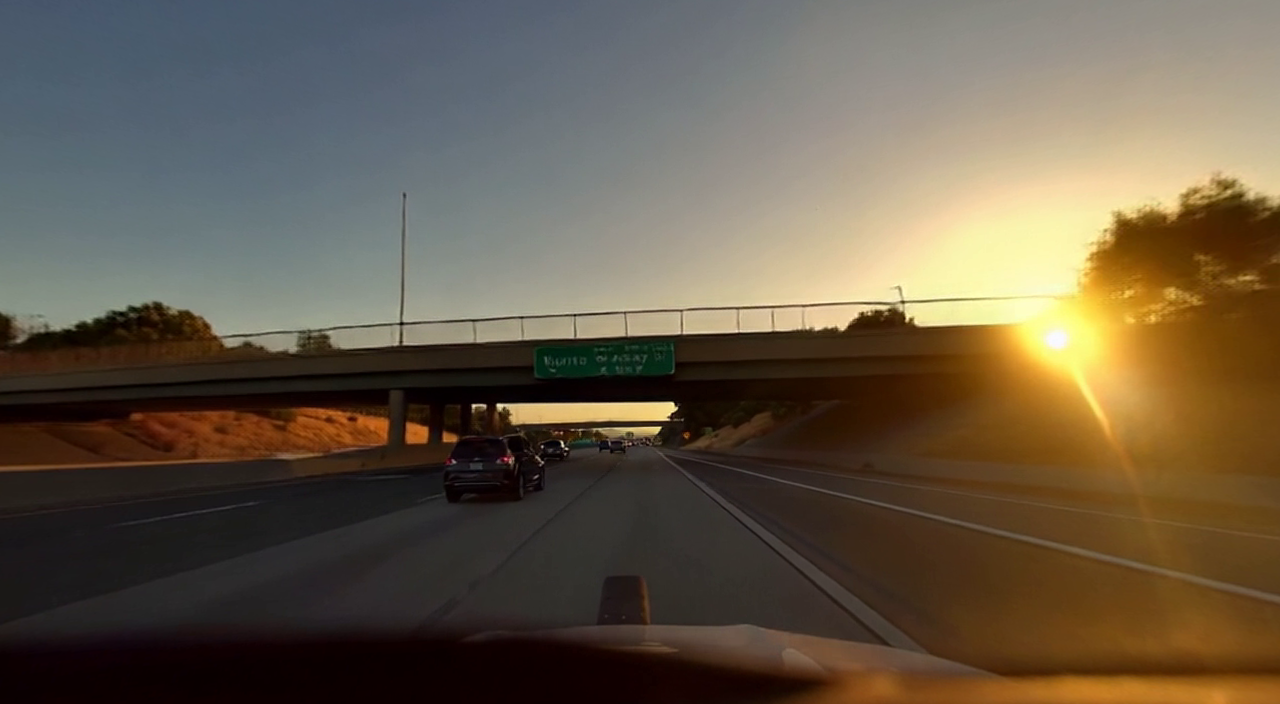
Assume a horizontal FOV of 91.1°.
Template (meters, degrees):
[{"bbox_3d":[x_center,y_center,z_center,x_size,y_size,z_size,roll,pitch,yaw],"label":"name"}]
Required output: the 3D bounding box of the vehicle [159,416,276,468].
[{"bbox_3d":[-32.939,7.103,49.504,3.045,3.776,8.341,-1,-8,2],"label":"vehicle"}]

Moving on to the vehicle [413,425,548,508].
[{"bbox_3d":[-3.653,2.713,15.303,2.048,1.705,4.384,0,-8,1],"label":"vehicle"}]
